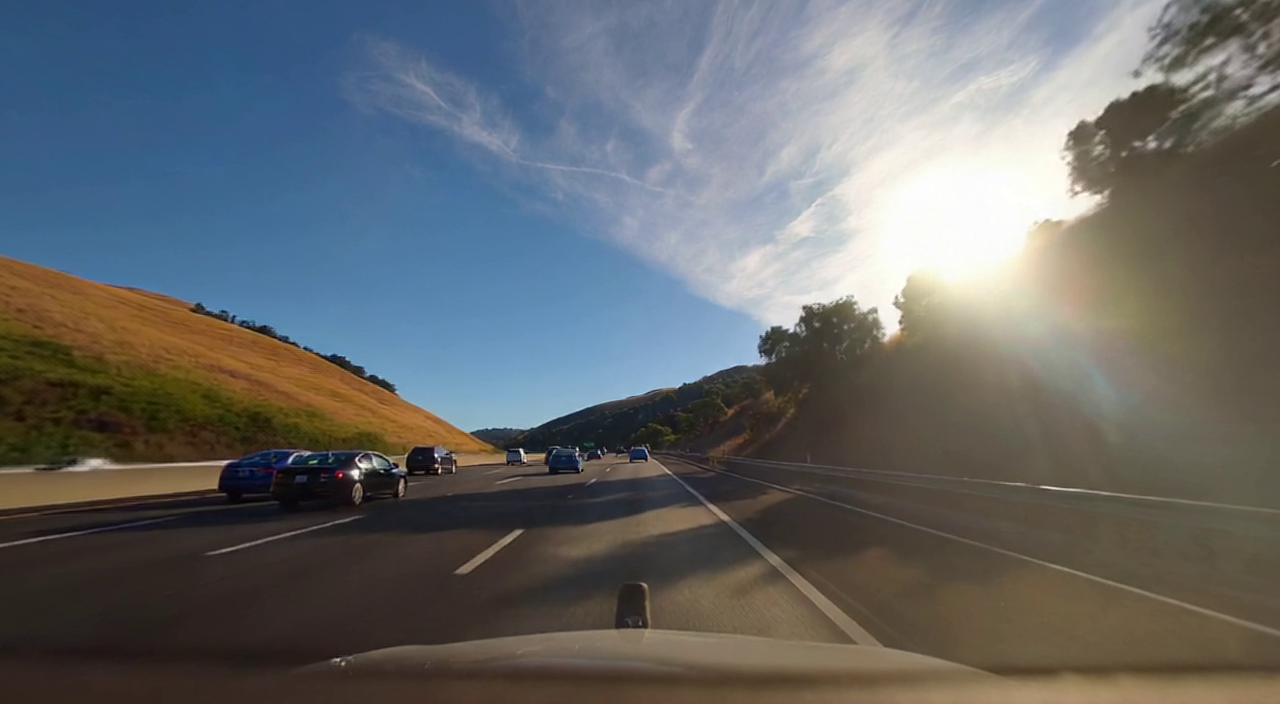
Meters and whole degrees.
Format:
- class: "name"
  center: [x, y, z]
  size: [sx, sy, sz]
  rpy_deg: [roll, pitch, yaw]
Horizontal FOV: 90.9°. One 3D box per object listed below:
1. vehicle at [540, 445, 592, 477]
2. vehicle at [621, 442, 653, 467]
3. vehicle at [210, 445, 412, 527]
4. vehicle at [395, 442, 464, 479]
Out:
- class: "vehicle"
  center: [-3.726, 5.583, 32.693]
  size: [2.144, 1.505, 4.649]
  rpy_deg: [0, -8, 0]
- class: "vehicle"
  center: [-0.241, 7.251, 44.986]
  size: [2.225, 1.674, 4.044]
  rpy_deg: [0, -8, -1]
- class: "vehicle"
  center: [-6.731, 2.744, 13.576]
  size: [1.991, 1.441, 4.265]
  rpy_deg: [0, -8, 1]
- class: "vehicle"
  center: [-10.879, 5.617, 32.992]
  size: [2.025, 1.750, 4.505]
  rpy_deg: [0, -8, 0]
